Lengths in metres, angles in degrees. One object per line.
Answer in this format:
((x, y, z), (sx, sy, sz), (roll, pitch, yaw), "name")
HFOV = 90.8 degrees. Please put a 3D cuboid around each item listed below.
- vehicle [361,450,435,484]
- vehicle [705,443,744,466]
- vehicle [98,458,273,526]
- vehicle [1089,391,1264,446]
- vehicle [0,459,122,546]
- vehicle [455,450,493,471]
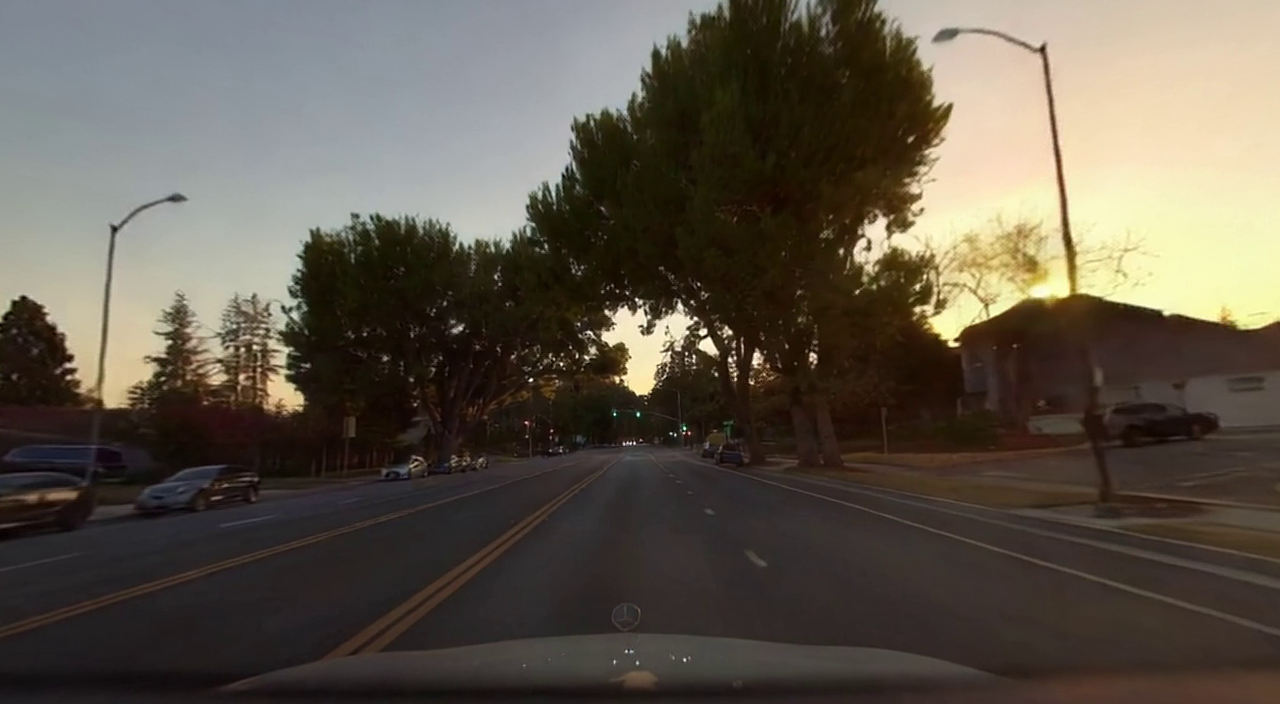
((-12.713, 6.054, 33.582), (2.078, 1.618, 4.650), (0, -8, 0), "vehicle")
((5.666, 6.928, 42.827), (1.875, 1.466, 4.355), (0, -8, -2), "vehicle")
((-12.771, 3.909, 18.193), (1.909, 1.477, 4.345), (-3, -8, -1), "vehicle")
((17.400, 2.259, 20.667), (1.726, 1.620, 3.938), (6, -11, -37), "vehicle")
((-12.679, 2.958, 12.261), (1.828, 1.510, 4.149), (-4, -8, -1), "vehicle")
((-12.724, 8.349, 48.755), (1.812, 1.454, 4.351), (0, -8, -1), "vehicle")
